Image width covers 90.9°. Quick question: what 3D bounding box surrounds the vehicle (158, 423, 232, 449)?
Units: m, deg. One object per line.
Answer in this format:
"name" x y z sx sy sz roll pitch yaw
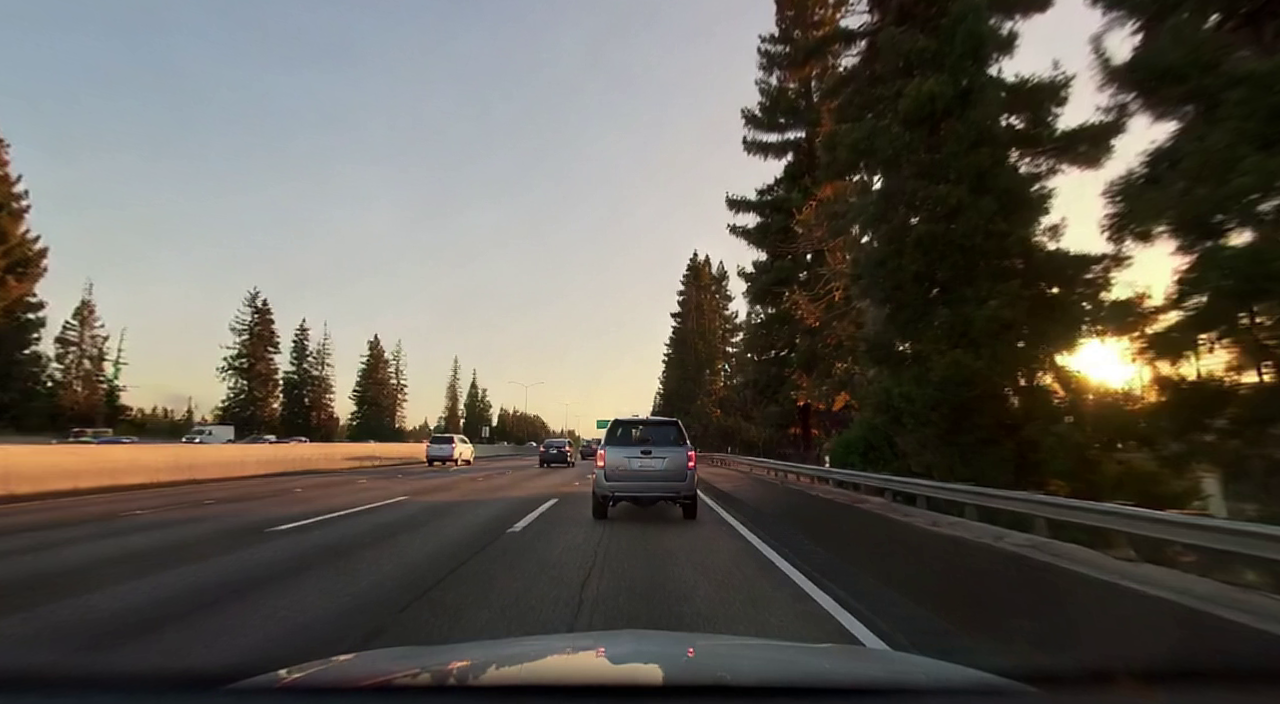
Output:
"vehicle" -32.005 6.124 45.559 1.980 1.783 4.604 0 -8 0

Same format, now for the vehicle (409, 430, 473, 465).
"vehicle" -10.906 5.300 34.981 2.009 1.771 4.540 0 -8 1

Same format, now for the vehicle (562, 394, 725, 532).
"vehicle" 0.024 1.987 11.756 2.395 2.013 4.734 0 -8 -1
